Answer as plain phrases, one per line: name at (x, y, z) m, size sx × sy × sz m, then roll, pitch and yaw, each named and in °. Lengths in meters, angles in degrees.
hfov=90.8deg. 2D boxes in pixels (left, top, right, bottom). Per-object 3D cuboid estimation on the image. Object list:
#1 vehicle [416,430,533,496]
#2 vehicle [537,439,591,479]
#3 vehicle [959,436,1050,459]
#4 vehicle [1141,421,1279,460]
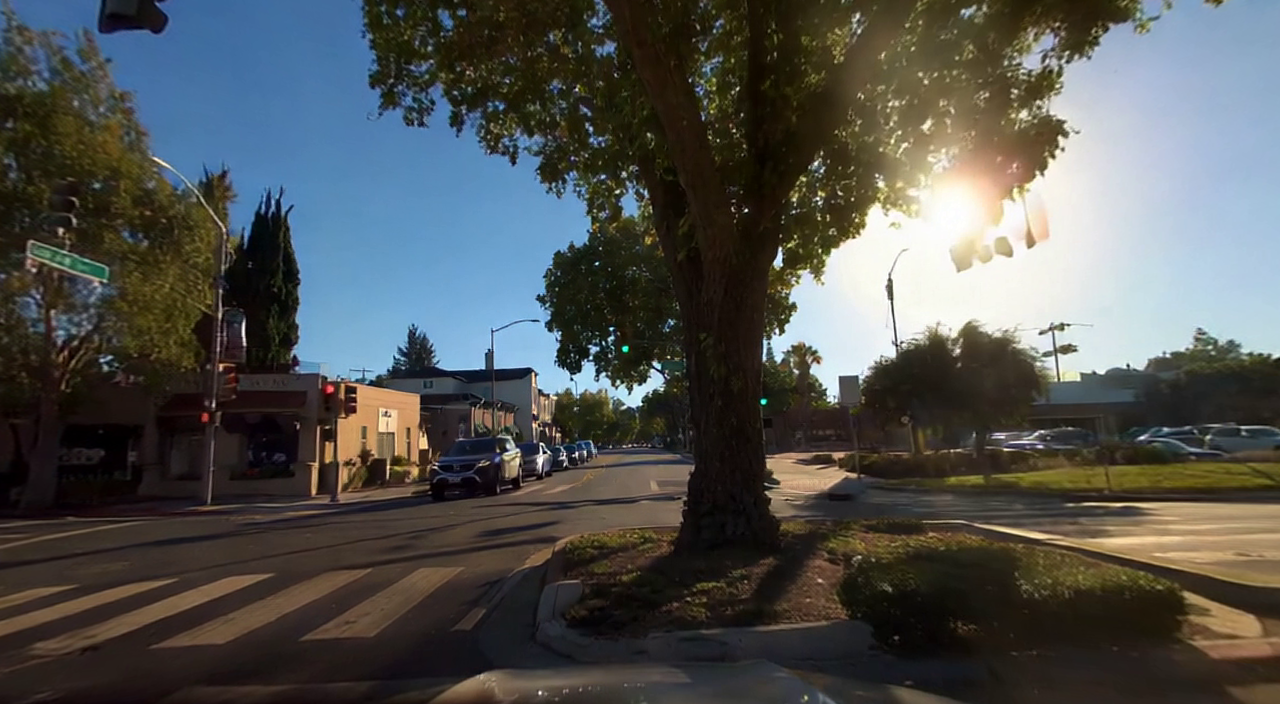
vehicle at (-6.586, 4.536, 26.459) m, size 2.896 × 2.339 × 7.322 m, roll 0°, pitch -9°, yaw 0°
vehicle at (-3.667, 5.260, 31.272) m, size 2.120 × 1.783 × 4.788 m, roll 0°, pitch -9°, yaw -1°
vehicle at (25.067, 6.600, 43.564) m, size 5.172 × 1.515 × 1.851 m, roll 0°, pitch -8°, yaw -2°
vehicle at (33.282, 5.197, 36.963) m, size 5.969 × 2.149 × 2.331 m, roll 0°, pitch -9°, yaw -3°
